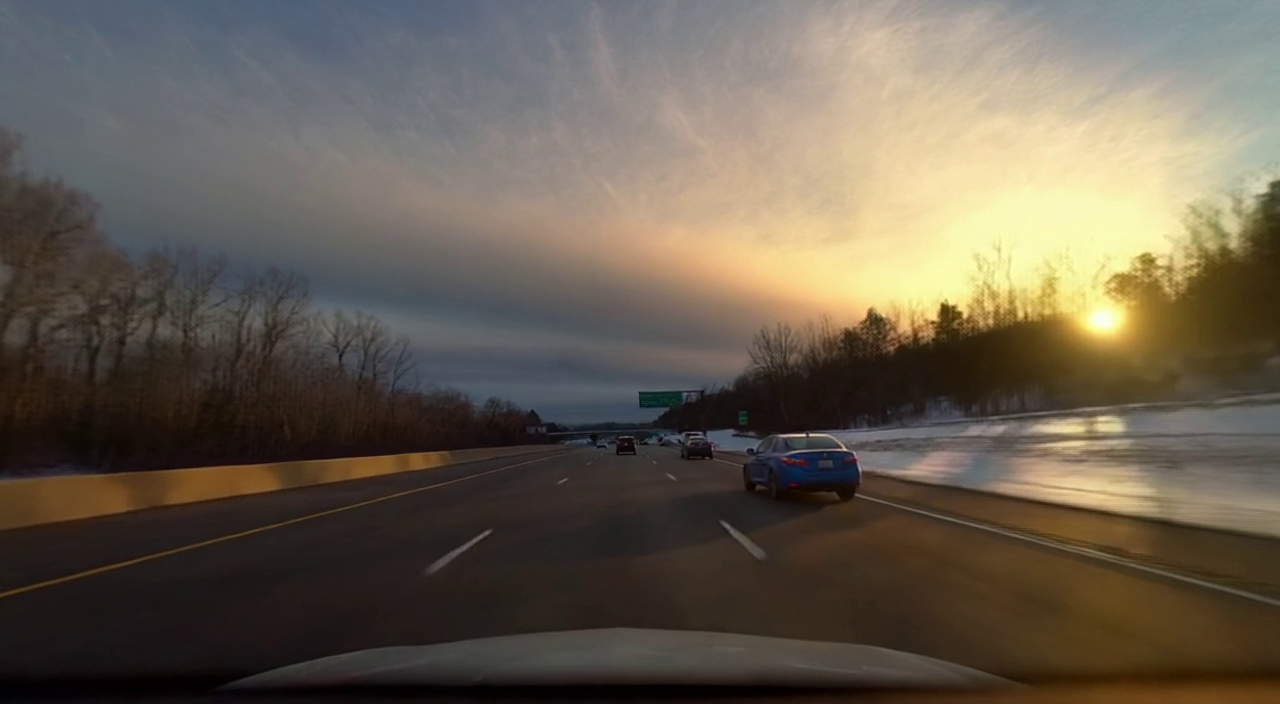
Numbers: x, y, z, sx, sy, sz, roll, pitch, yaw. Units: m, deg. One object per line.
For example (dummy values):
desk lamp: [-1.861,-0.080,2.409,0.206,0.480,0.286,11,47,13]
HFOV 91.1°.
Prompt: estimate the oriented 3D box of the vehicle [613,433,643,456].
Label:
vehicle: [-0.958,7.001,47.712,2.182,1.680,4.253,0,-8,-2]

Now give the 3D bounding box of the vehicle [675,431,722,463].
vehicle: [3.245,5.352,35.601,2.098,1.677,4.275,0,-8,-2]

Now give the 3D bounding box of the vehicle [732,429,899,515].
vehicle: [3.430,2.424,13.395,2.056,1.479,4.660,0,-8,-2]
